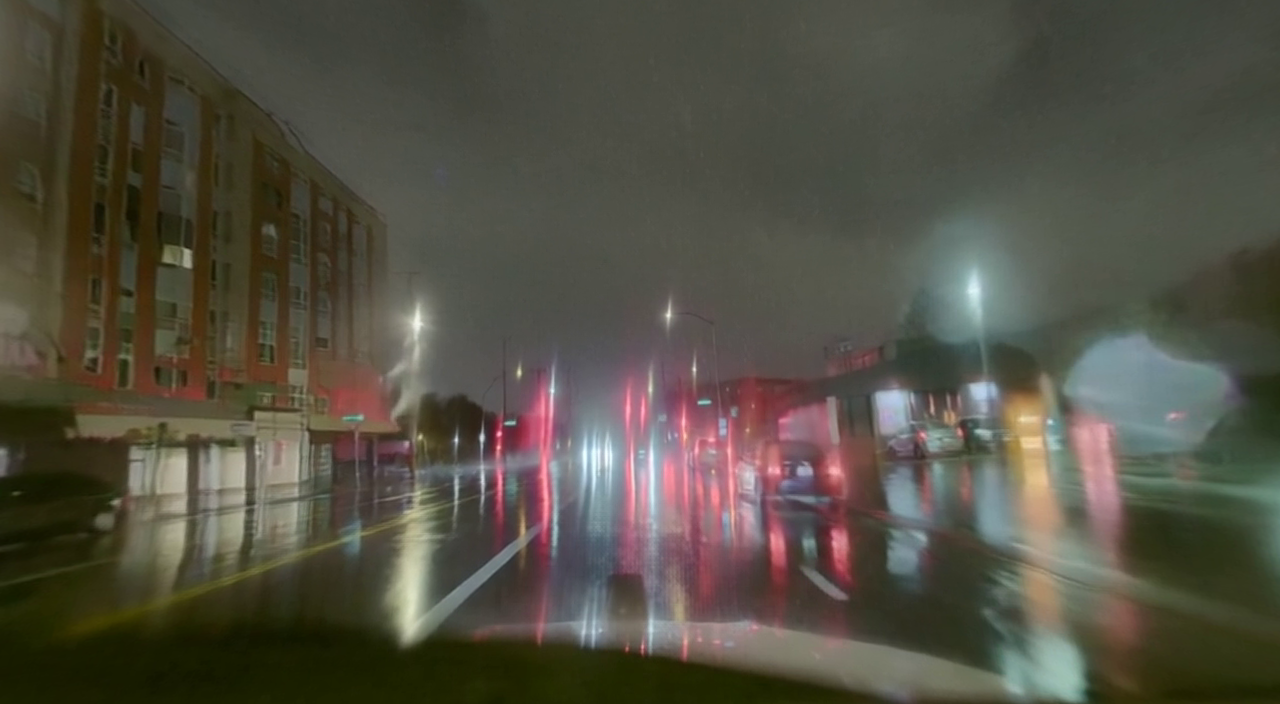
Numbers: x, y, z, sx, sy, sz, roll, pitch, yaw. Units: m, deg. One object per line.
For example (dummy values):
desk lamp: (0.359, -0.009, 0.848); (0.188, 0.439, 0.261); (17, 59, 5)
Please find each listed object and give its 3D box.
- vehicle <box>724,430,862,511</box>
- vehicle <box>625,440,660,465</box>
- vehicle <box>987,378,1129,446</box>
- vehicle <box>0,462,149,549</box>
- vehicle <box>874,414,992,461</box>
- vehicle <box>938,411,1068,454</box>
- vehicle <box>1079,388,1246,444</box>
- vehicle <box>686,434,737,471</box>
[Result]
vehicle: (3.250, 2.626, 14.320); (2.062, 1.535, 4.206); (0, -9, 0)
vehicle: (0.152, 6.485, 40.743); (2.153, 1.505, 4.452); (0, -9, 0)
vehicle: (15.560, 2.396, 23.789); (1.969, 2.282, 4.731); (0, -9, -1)
vehicle: (-15.294, 3.792, 15.154); (2.048, 1.814, 5.998); (-8, -9, 1)
vehicle: (10.866, 3.271, 23.791); (1.956, 1.514, 4.862); (-1, -9, -2)
vehicle: (13.260, 3.048, 23.359); (1.819, 1.450, 4.707); (0, -9, -3)
vehicle: (18.160, 2.359, 22.175); (2.002, 1.731, 4.413); (0, -9, -1)
vehicle: (3.519, 5.059, 31.662); (1.938, 1.714, 4.402); (0, -9, -1)
